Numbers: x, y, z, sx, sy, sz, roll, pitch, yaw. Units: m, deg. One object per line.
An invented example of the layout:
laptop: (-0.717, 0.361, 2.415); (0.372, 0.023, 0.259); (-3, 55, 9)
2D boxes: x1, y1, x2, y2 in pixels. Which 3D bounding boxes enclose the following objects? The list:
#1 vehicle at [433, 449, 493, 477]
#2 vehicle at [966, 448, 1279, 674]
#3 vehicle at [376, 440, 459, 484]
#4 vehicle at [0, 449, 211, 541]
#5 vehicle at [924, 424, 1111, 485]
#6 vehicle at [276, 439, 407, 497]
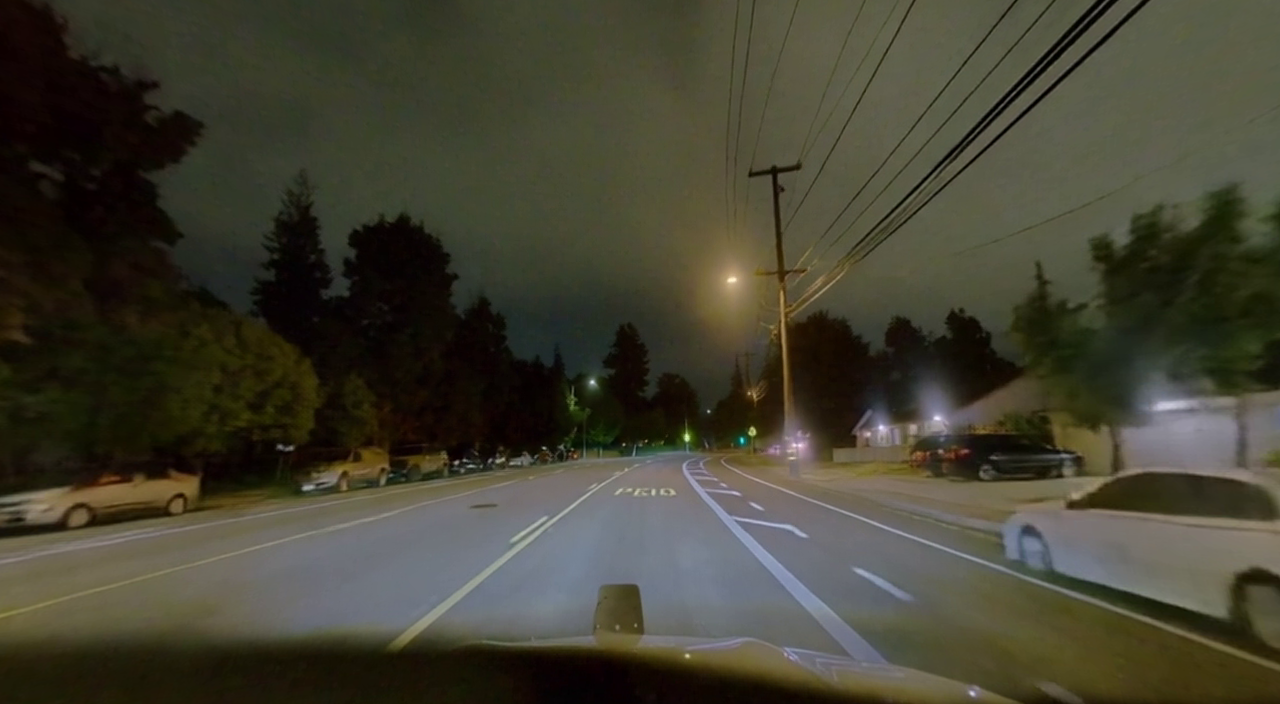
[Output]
vehicle: (-10.673, 6.702, 38.331); (1.908, 1.491, 4.627); (-1, -8, 5)
vehicle: (5.164, 1.615, 5.715); (1.959, 1.439, 4.532); (0, -8, 0)
vehicle: (-11.183, 5.582, 32.135); (2.114, 1.925, 5.449); (-3, -9, 2)
vehicle: (-11.986, 3.025, 13.810); (1.907, 1.612, 4.594); (-3, -9, 0)
vehicle: (12.037, 3.300, 20.368); (4.710, 1.846, 1.985); (0, -8, 2)
vehicle: (-11.510, 4.505, 24.881); (2.225, 1.887, 5.672); (-3, -9, 3)
